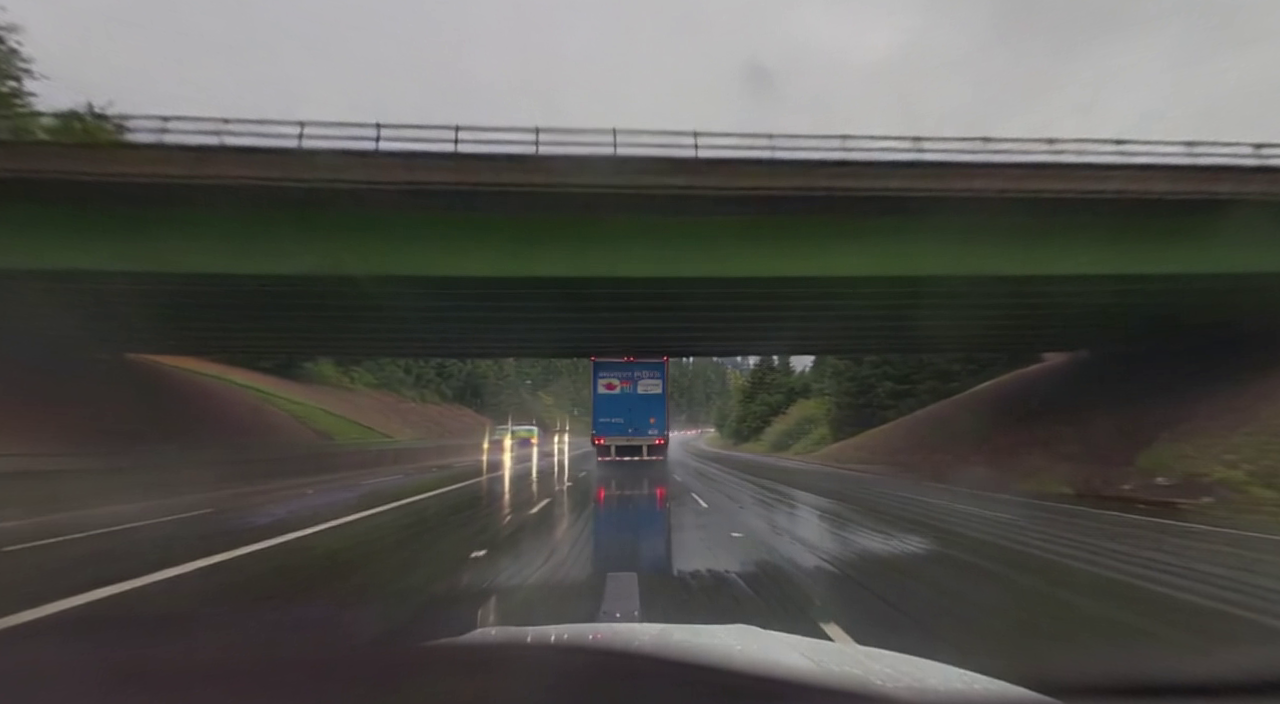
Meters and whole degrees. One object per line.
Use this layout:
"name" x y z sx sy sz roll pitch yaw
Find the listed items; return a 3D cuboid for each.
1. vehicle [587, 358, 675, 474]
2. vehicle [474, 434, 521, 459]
"vehicle" -0.517 2.779 26.102 2.895 3.861 10.213 0 -8 -2
"vehicle" -8.637 5.720 38.455 1.889 1.432 4.287 0 -8 0
